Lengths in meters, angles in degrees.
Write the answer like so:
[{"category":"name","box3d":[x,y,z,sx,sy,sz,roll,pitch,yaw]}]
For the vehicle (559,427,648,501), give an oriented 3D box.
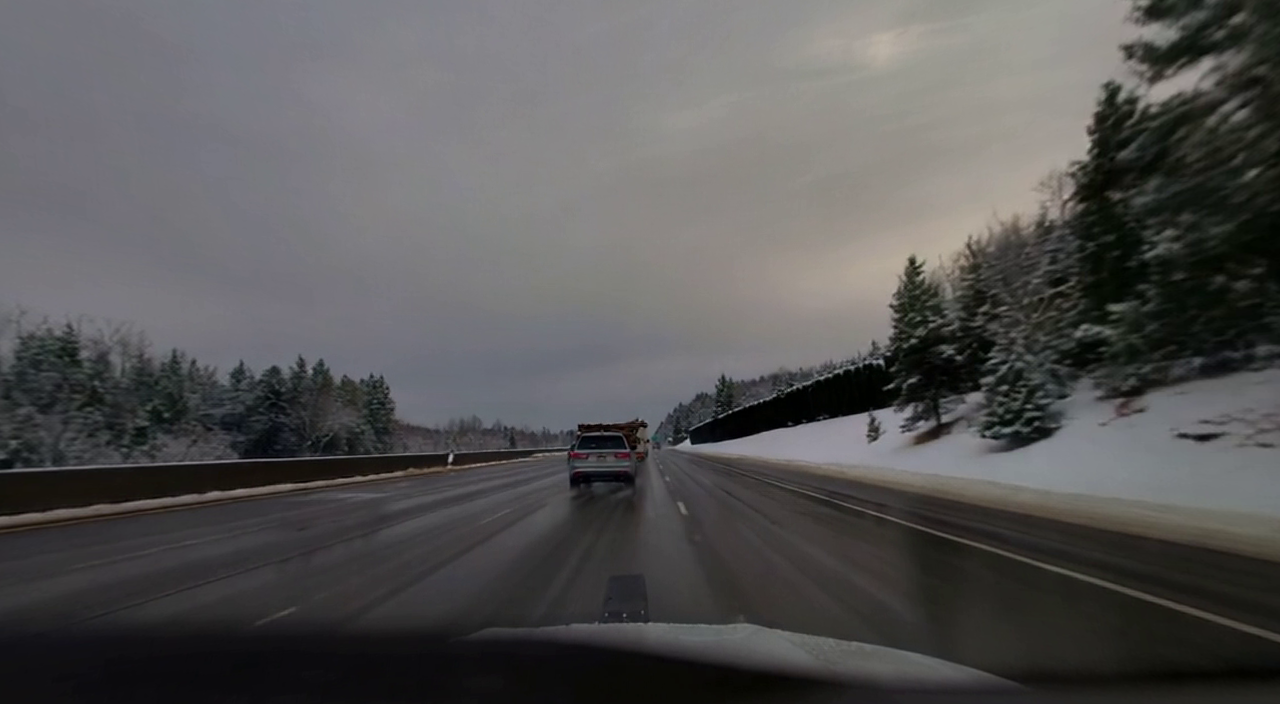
[{"category":"vehicle","box3d":[-0.854,3.052,17.561,2.114,1.787,4.365,0,-8,1]}]
